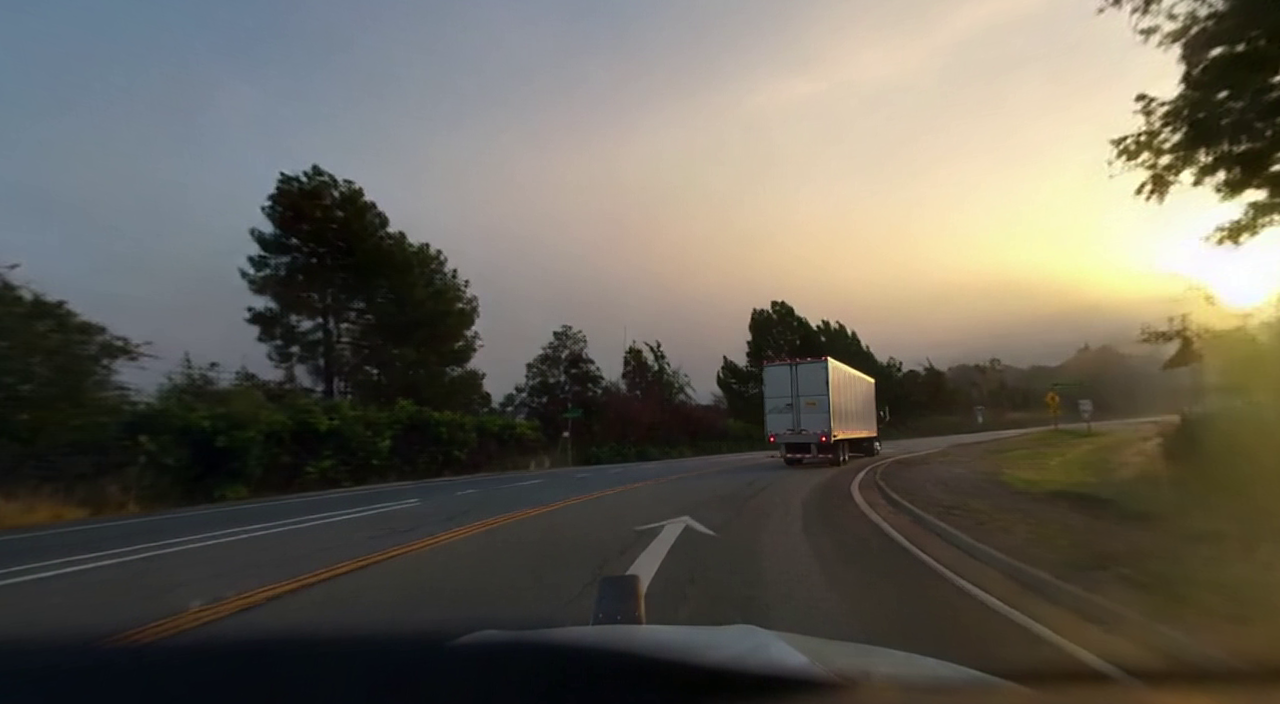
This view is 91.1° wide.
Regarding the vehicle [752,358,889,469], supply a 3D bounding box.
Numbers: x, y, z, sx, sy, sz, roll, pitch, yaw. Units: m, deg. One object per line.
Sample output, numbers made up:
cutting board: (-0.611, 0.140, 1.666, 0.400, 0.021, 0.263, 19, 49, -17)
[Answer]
vehicle: (7.953, 2.734, 26.376, 2.837, 3.712, 10.484, -5, -9, 30)
